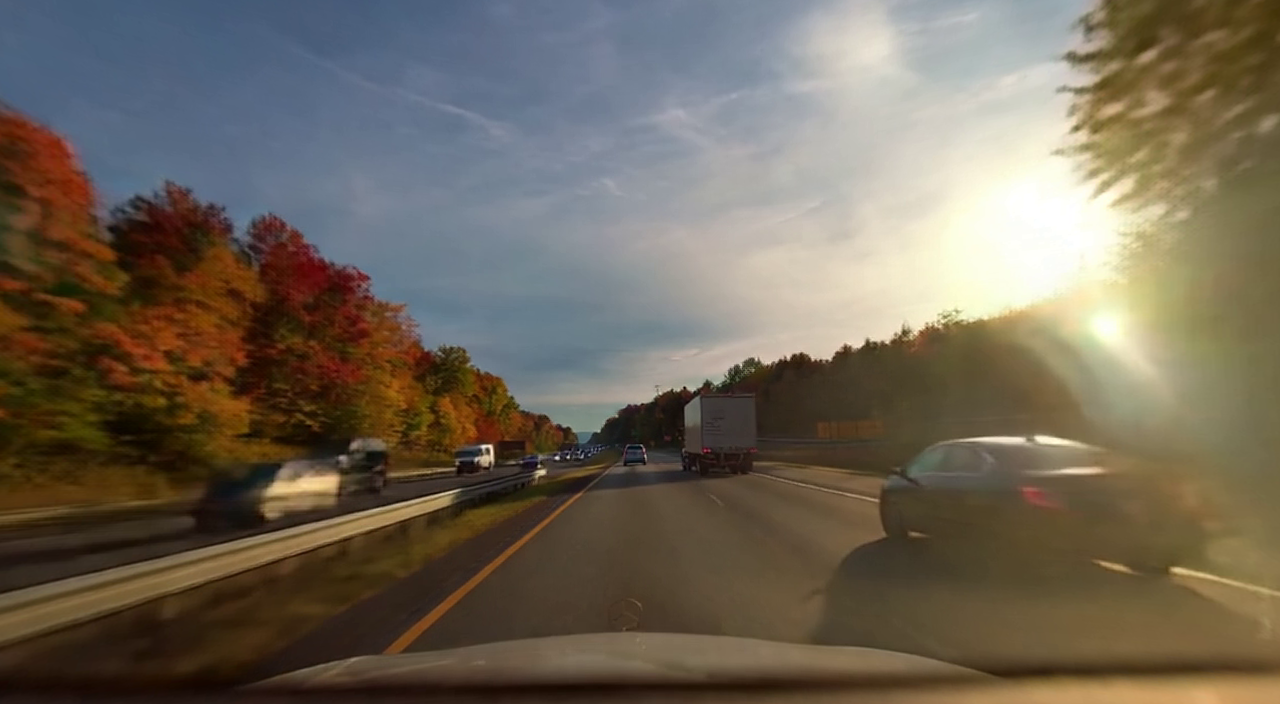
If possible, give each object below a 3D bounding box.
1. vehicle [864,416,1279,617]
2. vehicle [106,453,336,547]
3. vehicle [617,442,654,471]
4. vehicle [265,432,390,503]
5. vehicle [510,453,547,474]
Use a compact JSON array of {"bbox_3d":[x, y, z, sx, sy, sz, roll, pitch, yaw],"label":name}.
[{"bbox_3d":[4.300,1.582,6.956,1.997,1.504,4.236,0,-9,-1],"label":"vehicle"},{"bbox_3d":[-8.579,3.001,13.438,1.971,1.628,4.243,0,-9,0],"label":"vehicle"},{"bbox_3d":[-0.275,6.478,39.008,2.168,1.705,4.272,0,-9,0],"label":"vehicle"},{"bbox_3d":[-13.514,5.020,27.742,2.349,2.712,6.085,0,-9,0],"label":"vehicle"},{"bbox_3d":[-8.609,8.619,48.779,1.990,1.528,4.661,0,-9,0],"label":"vehicle"}]
